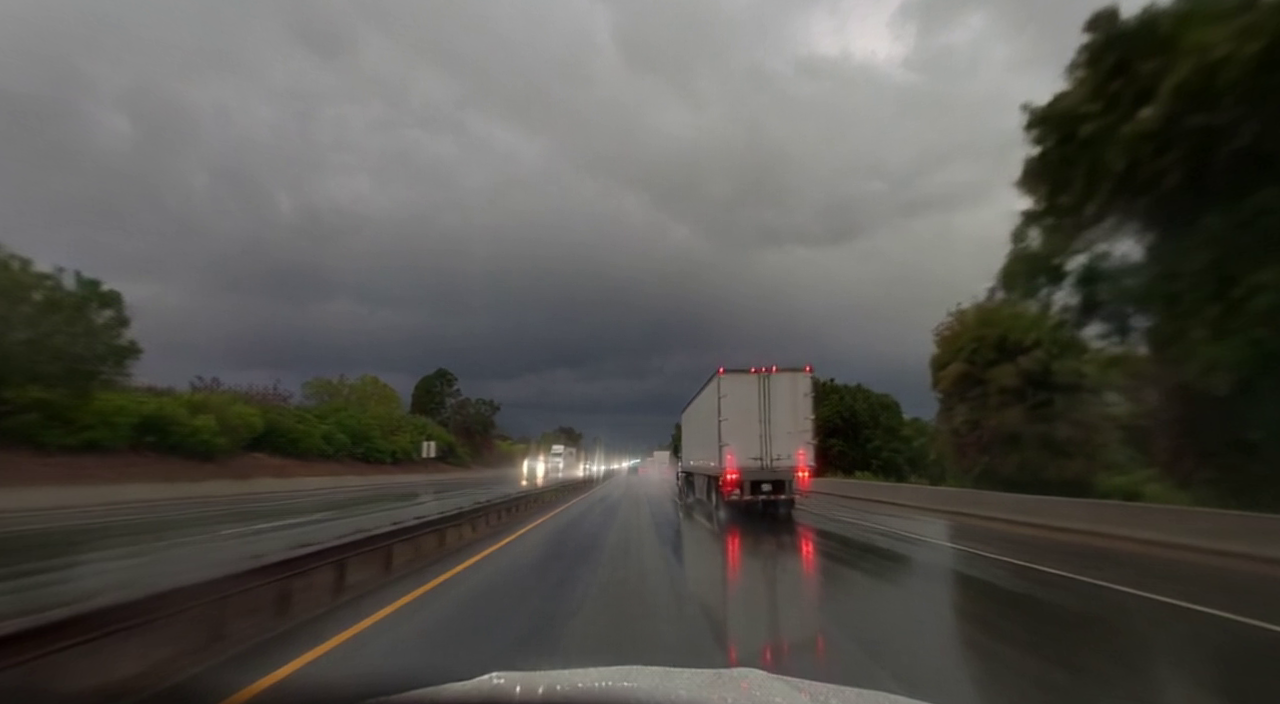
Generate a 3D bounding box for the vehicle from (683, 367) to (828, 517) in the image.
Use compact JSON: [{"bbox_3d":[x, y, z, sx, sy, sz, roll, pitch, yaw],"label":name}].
[{"bbox_3d":[3.640,3.722,24.373,2.863,4.088,14.040,1,-10,0],"label":"vehicle"}]
